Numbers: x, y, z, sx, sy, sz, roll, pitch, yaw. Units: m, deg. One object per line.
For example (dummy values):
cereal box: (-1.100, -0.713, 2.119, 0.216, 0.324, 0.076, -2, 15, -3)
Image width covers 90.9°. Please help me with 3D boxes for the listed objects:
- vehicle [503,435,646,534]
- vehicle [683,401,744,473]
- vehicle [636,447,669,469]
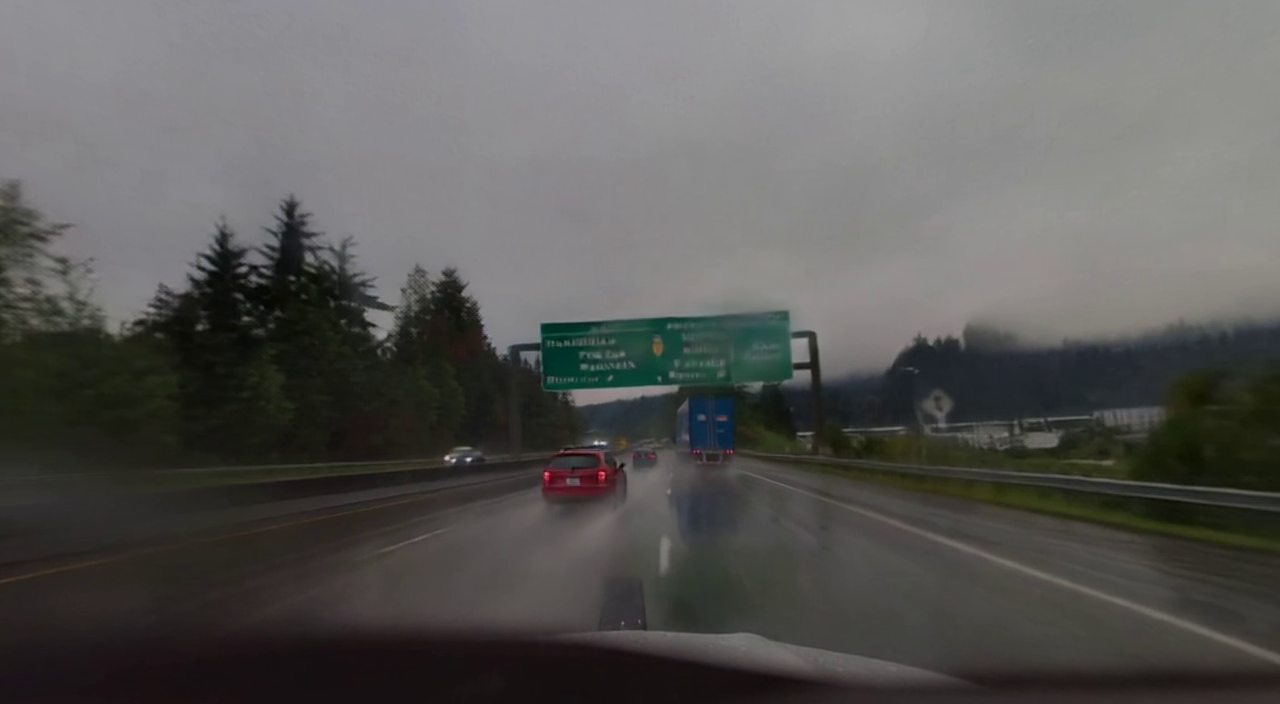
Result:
vehicle: (-1.020, 2.459, 12.305, 2.039, 1.532, 4.610, -1, -9, 3)
vehicle: (4.629, 5.905, 42.611, 2.960, 4.018, 13.834, 0, -9, 2)
vehicle: (0.915, 7.317, 43.499, 2.045, 1.430, 3.951, -1, -9, 4)
